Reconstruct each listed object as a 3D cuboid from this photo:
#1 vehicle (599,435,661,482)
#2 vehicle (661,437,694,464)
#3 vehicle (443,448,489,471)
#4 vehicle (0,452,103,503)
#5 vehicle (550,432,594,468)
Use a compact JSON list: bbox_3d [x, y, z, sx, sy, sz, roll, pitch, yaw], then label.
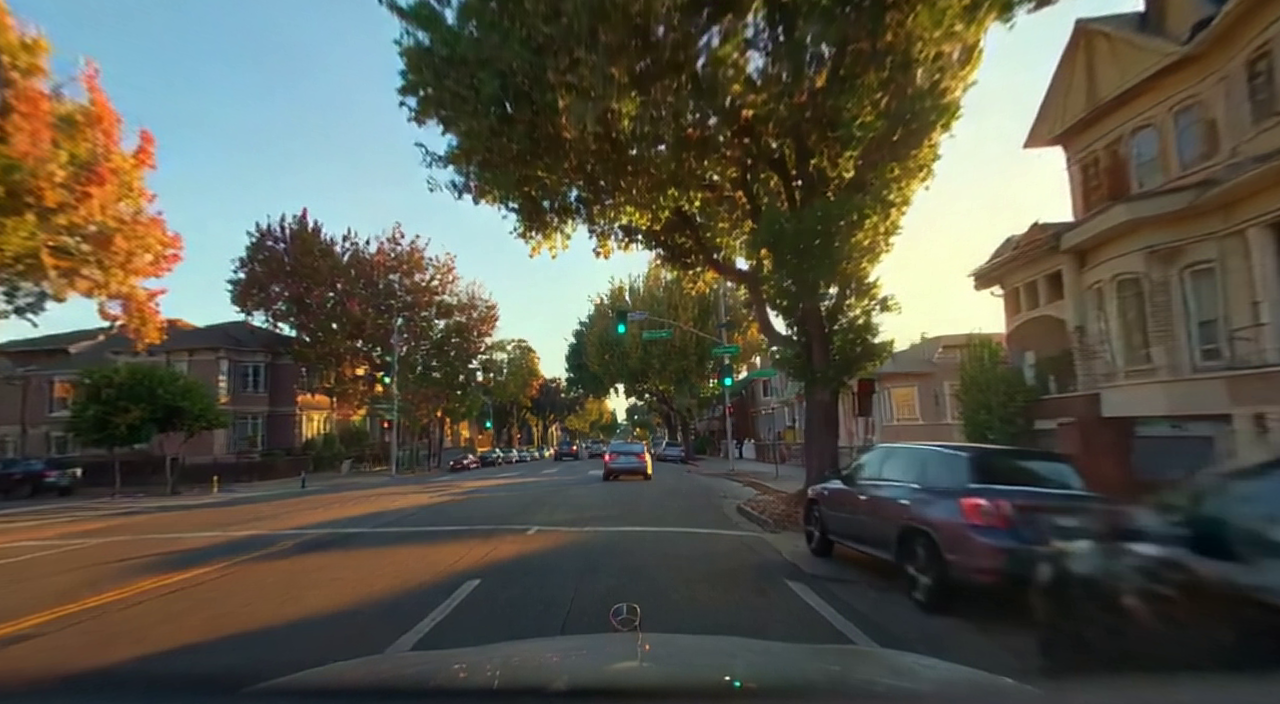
[{"bbox_3d":[-0.357,3.762,22.577,1.998,1.518,4.015,0,-8,-1],"label":"vehicle"},{"bbox_3d":[2.499,6.703,43.102,1.969,1.725,4.387,0,-8,-1],"label":"vehicle"},{"bbox_3d":[-12.279,7.611,44.671,1.913,1.475,4.372,0,-8,1],"label":"vehicle"},{"bbox_3d":[-23.167,4.628,23.393,4.537,1.755,1.933,0,-8,-1],"label":"vehicle"},{"bbox_3d":[-3.661,5.375,34.624,1.983,1.841,4.013,0,-8,0],"label":"vehicle"}]
